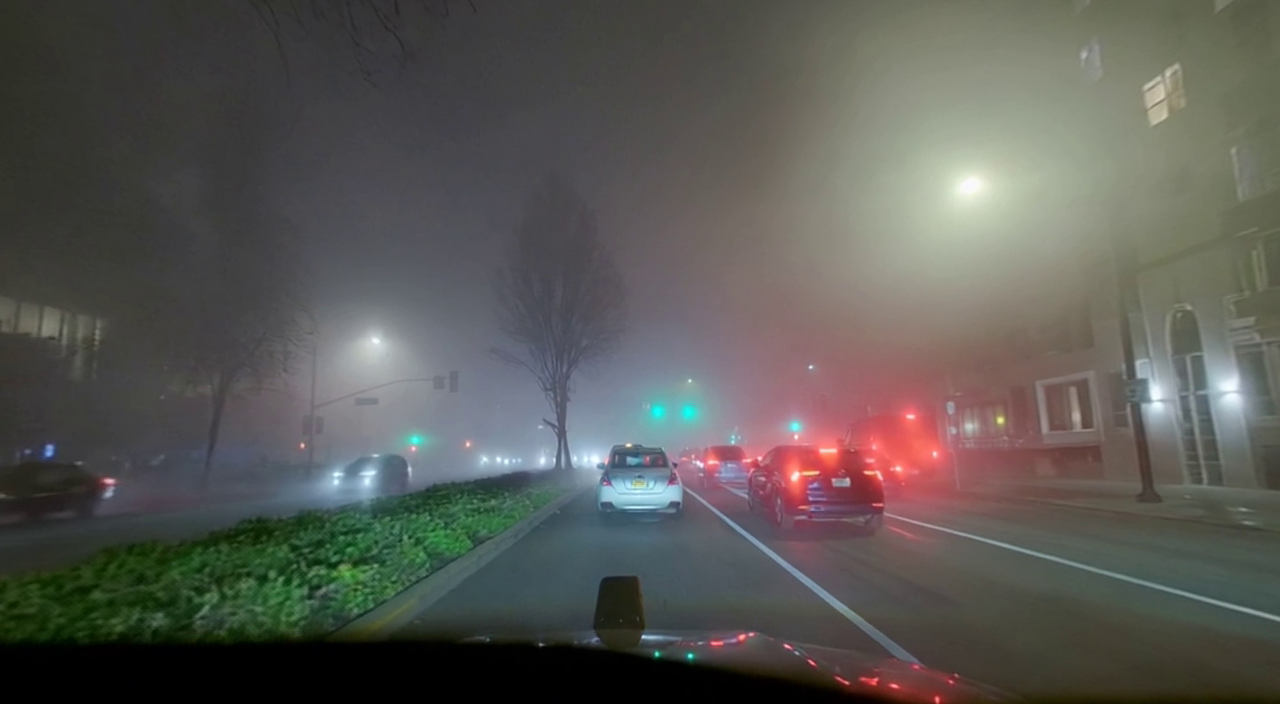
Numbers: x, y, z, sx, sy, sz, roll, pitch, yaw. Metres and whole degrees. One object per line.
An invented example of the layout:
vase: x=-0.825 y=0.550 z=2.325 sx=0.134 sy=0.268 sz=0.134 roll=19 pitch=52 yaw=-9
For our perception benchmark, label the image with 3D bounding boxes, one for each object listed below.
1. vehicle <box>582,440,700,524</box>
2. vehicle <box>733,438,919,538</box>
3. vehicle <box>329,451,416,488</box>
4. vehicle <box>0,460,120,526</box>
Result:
vehicle: x=-0.032 y=2.618 z=13.393 sx=2.105 sy=1.474 sz=4.127 roll=0 pitch=-8 yaw=-1
vehicle: x=3.147 y=2.383 z=11.841 sx=1.995 sy=1.483 sz=4.533 roll=0 pitch=-8 yaw=-2
vehicle: x=-12.369 y=5.446 z=29.571 sx=2.020 sy=1.533 sz=4.620 roll=0 pitch=-8 yaw=0
vehicle: x=-16.304 y=3.619 z=16.447 sx=1.864 sy=1.489 sz=4.346 roll=0 pitch=-8 yaw=-1
